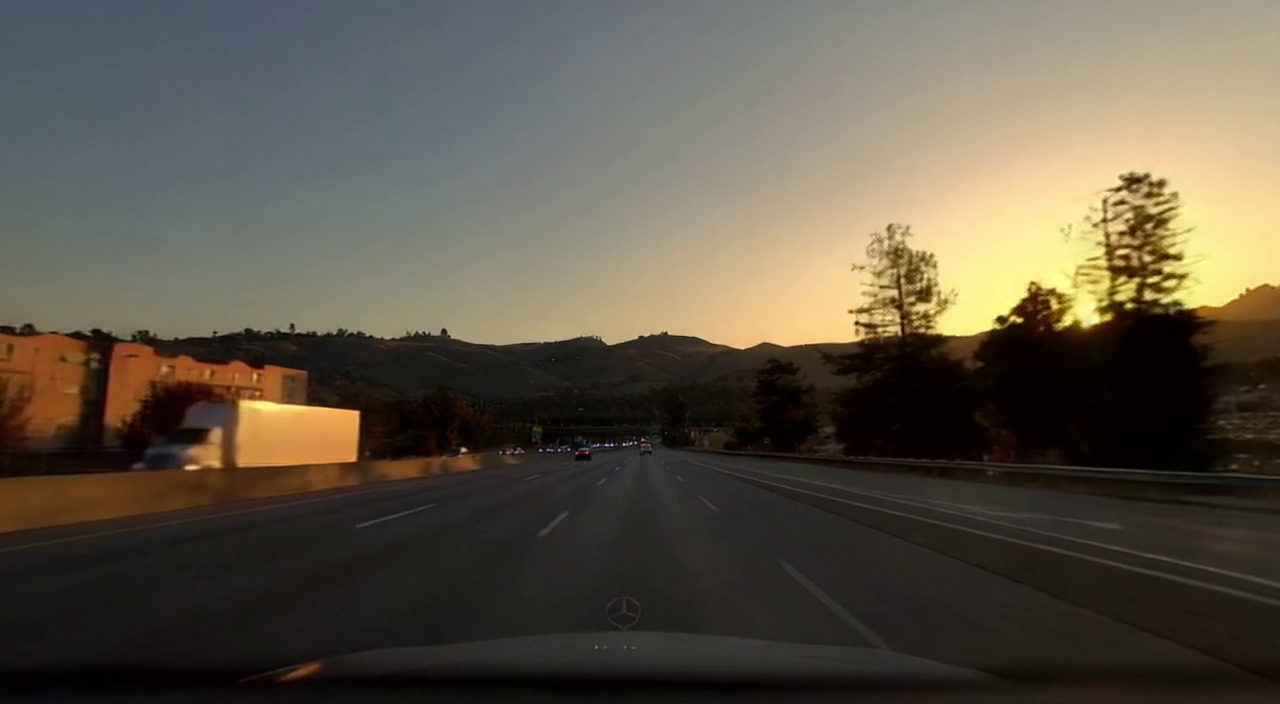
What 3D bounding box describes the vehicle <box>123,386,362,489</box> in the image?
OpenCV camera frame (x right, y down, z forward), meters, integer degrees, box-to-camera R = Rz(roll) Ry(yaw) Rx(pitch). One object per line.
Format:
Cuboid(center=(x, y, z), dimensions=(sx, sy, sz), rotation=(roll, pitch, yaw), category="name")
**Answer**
Cuboid(center=(-19.725, 4.661, 33.582), dimensions=(2.729, 4.186, 15.380), rotation=(0, -9, 0), category="vehicle")
